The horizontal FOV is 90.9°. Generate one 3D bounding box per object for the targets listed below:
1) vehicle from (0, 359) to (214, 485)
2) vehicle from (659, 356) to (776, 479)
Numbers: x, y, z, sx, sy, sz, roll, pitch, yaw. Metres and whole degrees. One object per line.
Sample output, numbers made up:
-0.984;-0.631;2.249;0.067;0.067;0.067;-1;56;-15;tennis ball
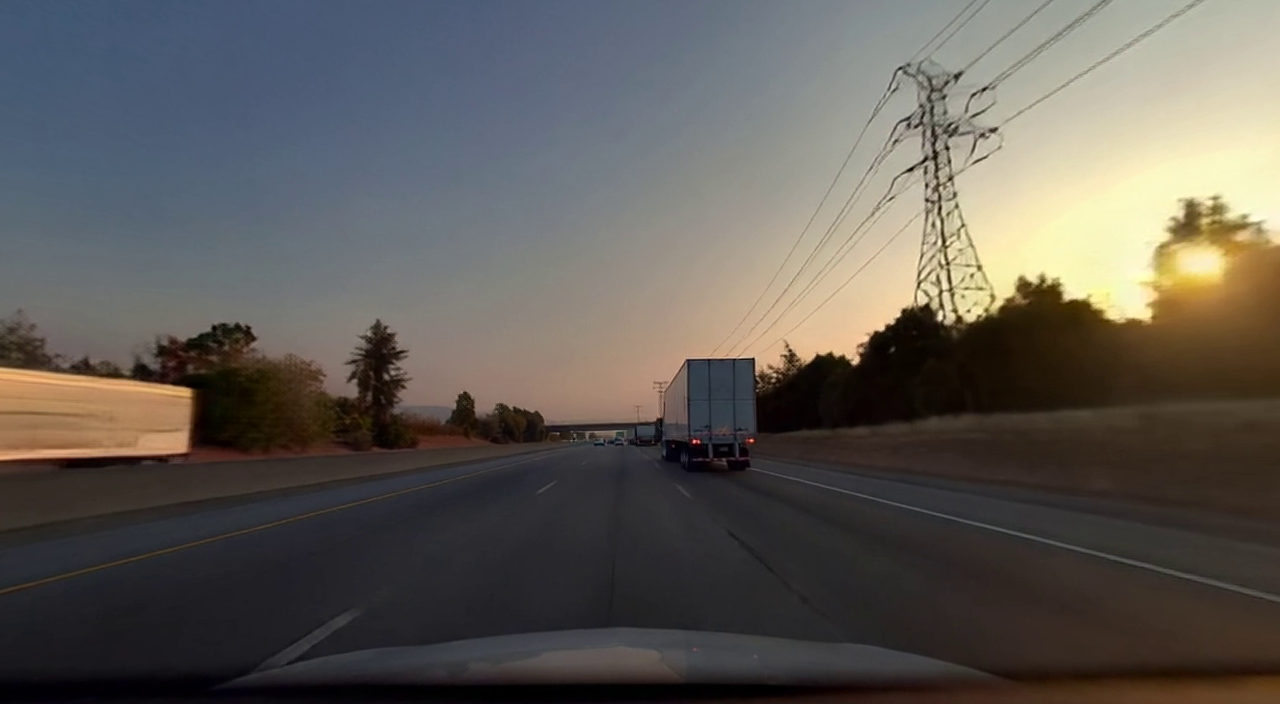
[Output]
-20.275;2.282;20.065;3.034;3.645;15.090;0;-8;0;vehicle
2.784;3.132;28.161;2.905;4.080;14.157;0;-8;-2;vehicle
